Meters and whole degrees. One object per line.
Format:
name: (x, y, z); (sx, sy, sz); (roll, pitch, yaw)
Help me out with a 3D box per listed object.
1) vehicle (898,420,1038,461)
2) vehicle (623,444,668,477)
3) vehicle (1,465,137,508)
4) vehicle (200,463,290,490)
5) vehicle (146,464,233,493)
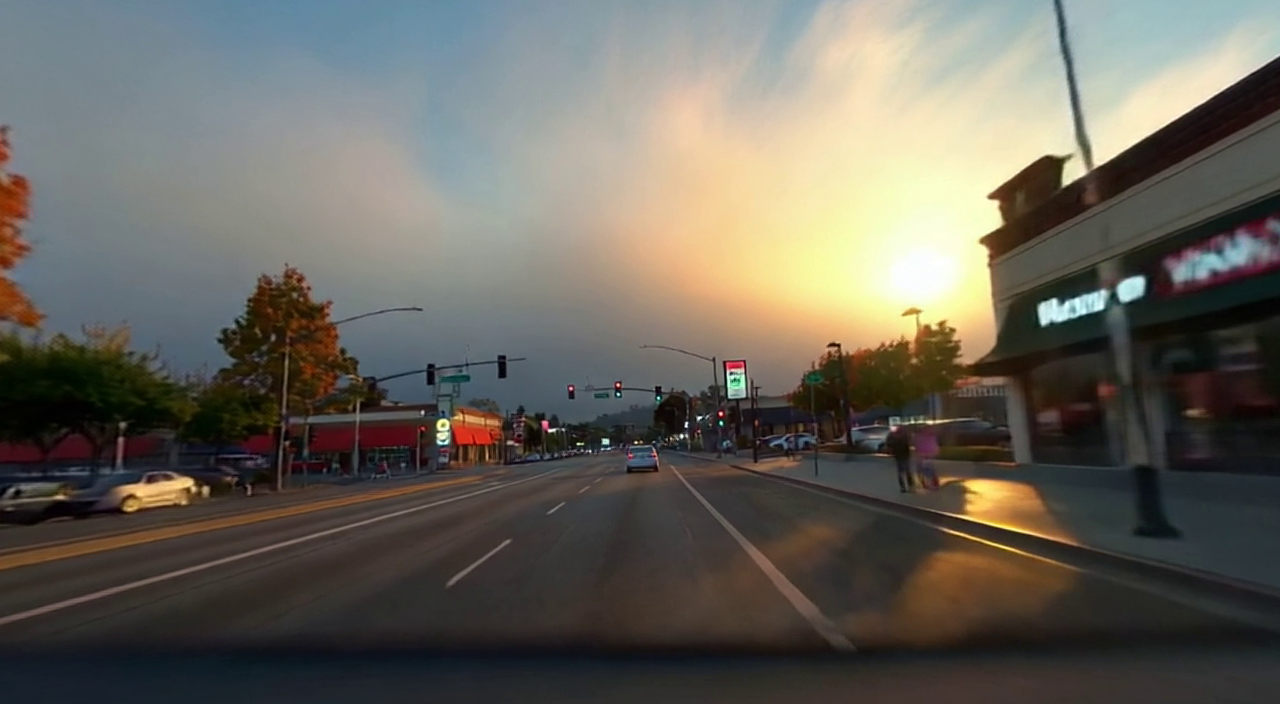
vehicle: (13.084, 3.552, 25.413); (4.466, 1.553, 2.060); (0, -9, -1)
vehicle: (0.265, 5.086, 29.925); (1.977, 1.451, 4.032); (0, -9, 1)
vehicle: (-25.928, 6.096, 28.907); (4.256, 1.697, 1.817); (5, -10, -33)
vehicle: (-25.661, 8.073, 41.155); (2.007, 1.466, 4.543); (-8, -11, 42)
vehicle: (-26.183, 7.315, 36.756); (3.790, 1.515, 1.704); (8, -12, -43)
